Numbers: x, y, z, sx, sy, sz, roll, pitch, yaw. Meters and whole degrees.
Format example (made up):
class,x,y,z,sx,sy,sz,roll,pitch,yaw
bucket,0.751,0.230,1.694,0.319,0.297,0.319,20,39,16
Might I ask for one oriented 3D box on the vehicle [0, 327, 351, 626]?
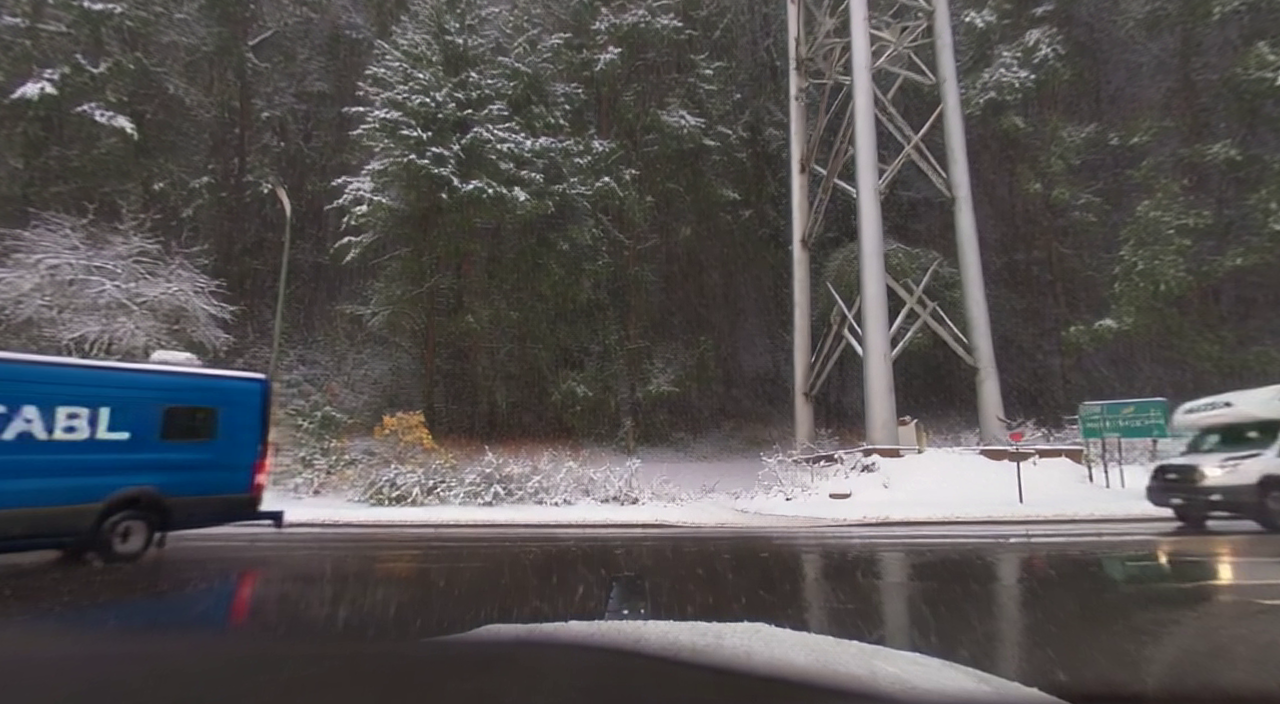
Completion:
class,x,y,z,sx,sy,sz,roll,pitch,yaw
vehicle,-6.221,1.101,5.795,2.247,2.424,5.923,-9,-12,44

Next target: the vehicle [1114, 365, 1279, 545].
class,x,y,z,sx,sy,sz,roll,pitch,yaw
vehicle,14.928,2.074,12.944,8.152,3.185,2.776,0,-9,-3
